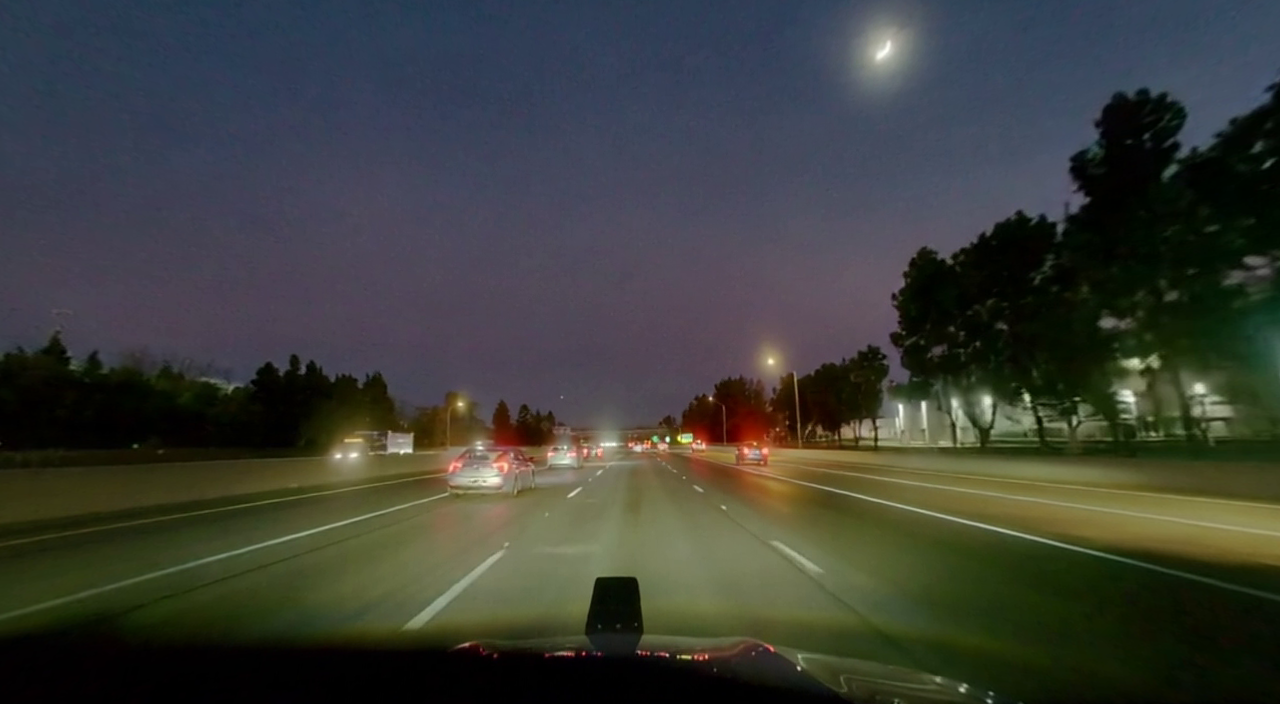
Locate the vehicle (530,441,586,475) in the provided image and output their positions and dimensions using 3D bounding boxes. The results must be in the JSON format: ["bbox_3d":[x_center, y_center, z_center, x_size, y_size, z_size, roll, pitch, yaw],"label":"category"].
[{"bbox_3d":[-3.910,5.138,30.819,2.047,1.469,4.614,0,-9,1],"label":"vehicle"}]

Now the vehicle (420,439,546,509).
[{"bbox_3d":[-3.598,2.882,15.362,1.959,1.433,4.291,0,-9,0],"label":"vehicle"}]

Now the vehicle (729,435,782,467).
[{"bbox_3d":[6.867,5.948,37.974,2.147,1.769,4.666,0,-9,-2],"label":"vehicle"}]
